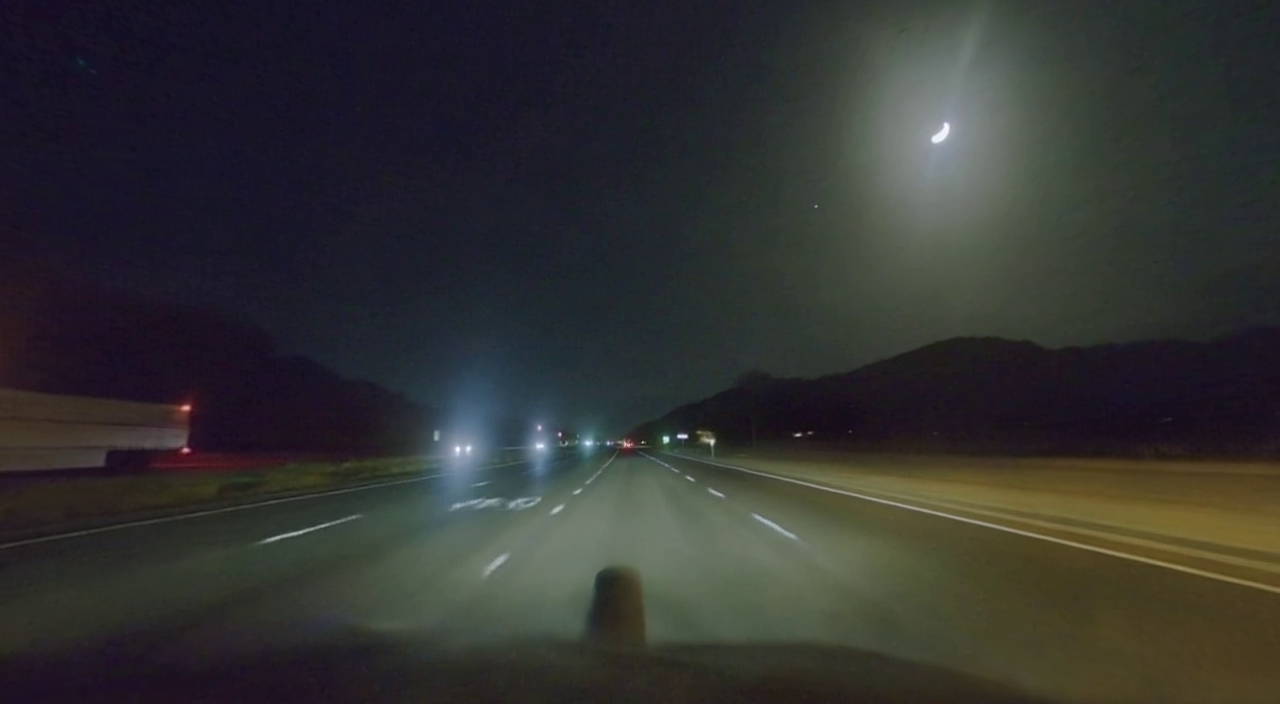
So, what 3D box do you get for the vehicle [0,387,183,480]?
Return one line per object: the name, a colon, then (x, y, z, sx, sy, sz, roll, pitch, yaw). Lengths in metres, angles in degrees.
vehicle: (-30.263, 4.279, 32.270, 2.921, 4.130, 14.945, 2, -9, -2)
